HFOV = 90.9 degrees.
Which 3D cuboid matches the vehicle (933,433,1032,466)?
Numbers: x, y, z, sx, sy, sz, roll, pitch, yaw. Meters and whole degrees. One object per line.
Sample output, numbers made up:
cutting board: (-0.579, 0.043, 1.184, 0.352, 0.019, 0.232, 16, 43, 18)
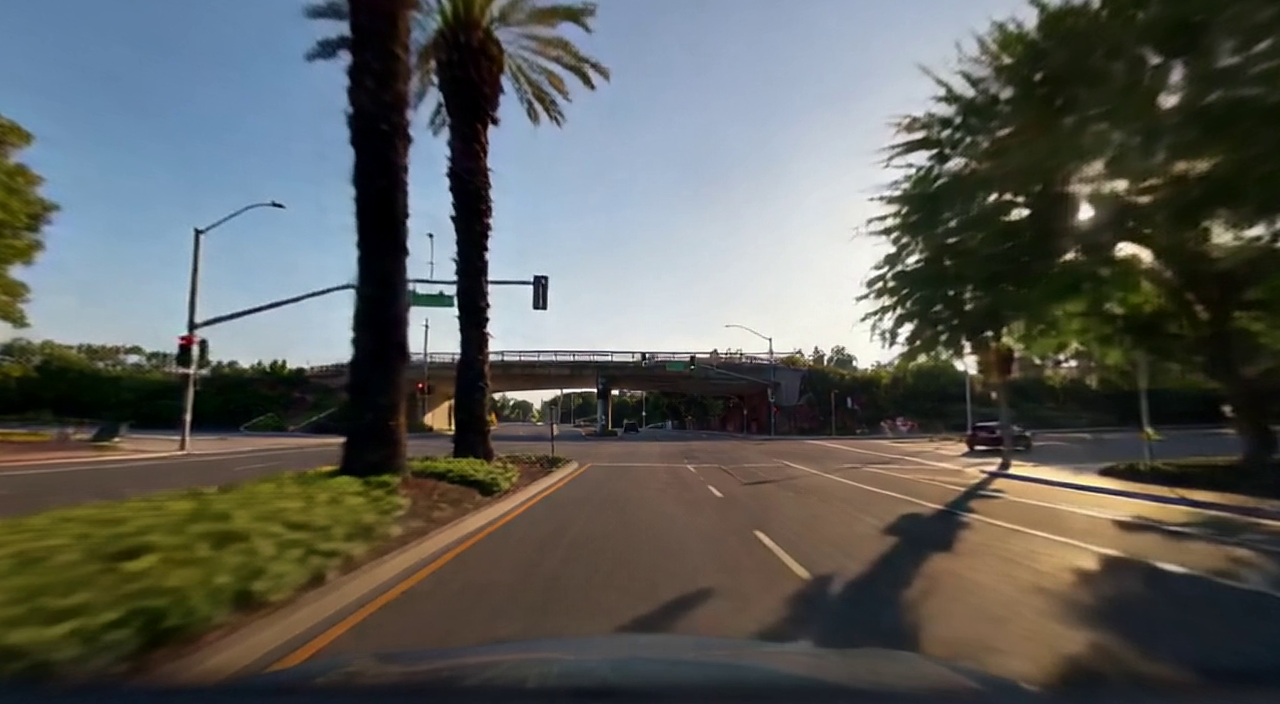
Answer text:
vehicle: (15.978, 4.526, 29.362, 4.556, 1.436, 1.982, 5, -10, -32)
